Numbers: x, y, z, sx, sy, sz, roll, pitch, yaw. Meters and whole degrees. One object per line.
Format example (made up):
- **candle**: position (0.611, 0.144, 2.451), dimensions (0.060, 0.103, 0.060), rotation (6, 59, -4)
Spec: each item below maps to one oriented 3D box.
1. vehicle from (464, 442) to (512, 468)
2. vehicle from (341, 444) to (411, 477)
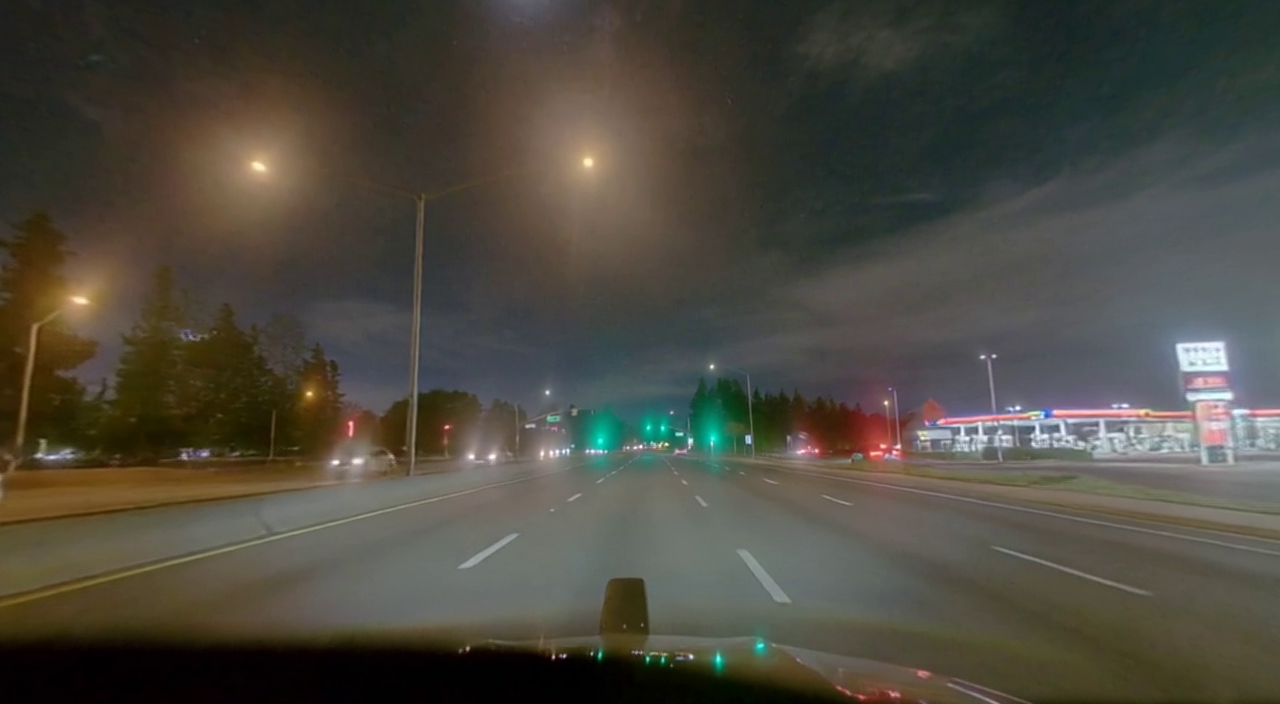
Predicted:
- **vehicle**: position (-9.978, 6.774, 41.710), dimensions (2.059, 1.621, 4.269), rotation (0, -8, 1)
- **vehicle**: position (-12.962, 5.326, 31.198), dimensions (1.722, 1.510, 3.779), rotation (0, -8, 2)
